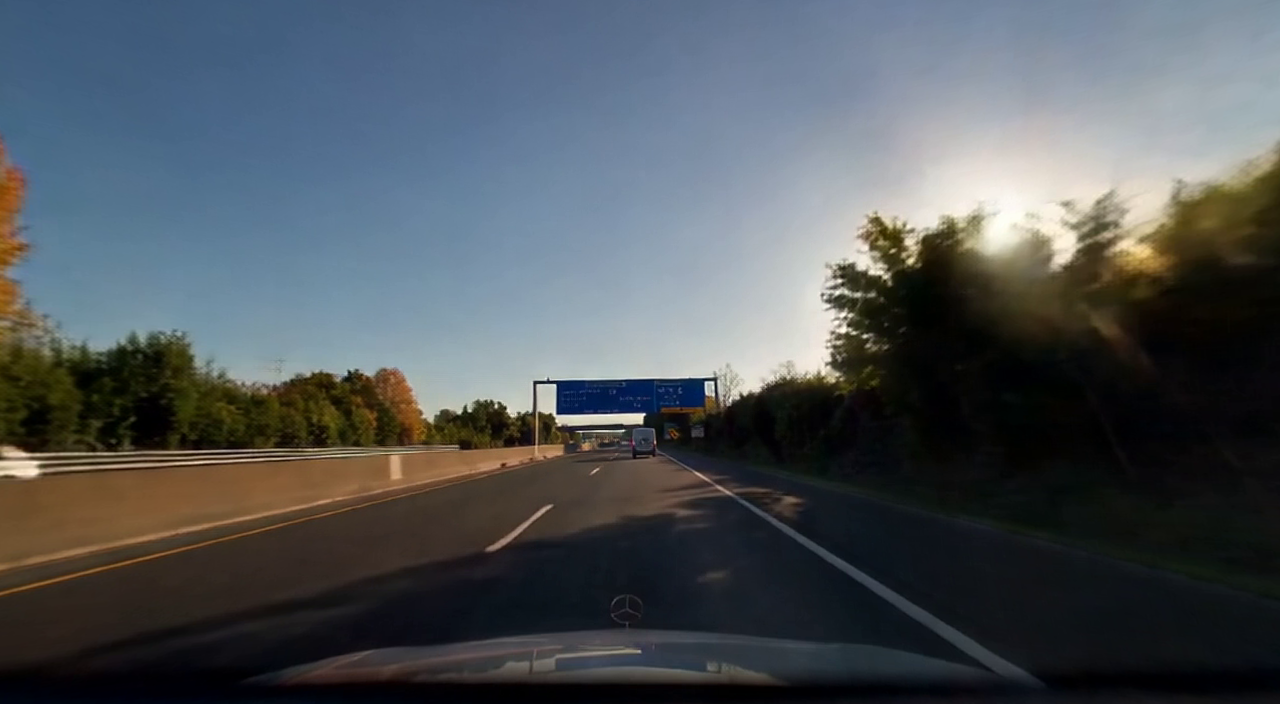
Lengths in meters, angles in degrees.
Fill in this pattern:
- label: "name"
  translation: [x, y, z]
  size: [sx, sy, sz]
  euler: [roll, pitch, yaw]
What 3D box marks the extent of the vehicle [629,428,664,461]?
- label: "vehicle"
  translation: [0.434, 6.513, 44.299]
  size: [2.277, 2.109, 4.922]
  euler: [0, -8, 0]
